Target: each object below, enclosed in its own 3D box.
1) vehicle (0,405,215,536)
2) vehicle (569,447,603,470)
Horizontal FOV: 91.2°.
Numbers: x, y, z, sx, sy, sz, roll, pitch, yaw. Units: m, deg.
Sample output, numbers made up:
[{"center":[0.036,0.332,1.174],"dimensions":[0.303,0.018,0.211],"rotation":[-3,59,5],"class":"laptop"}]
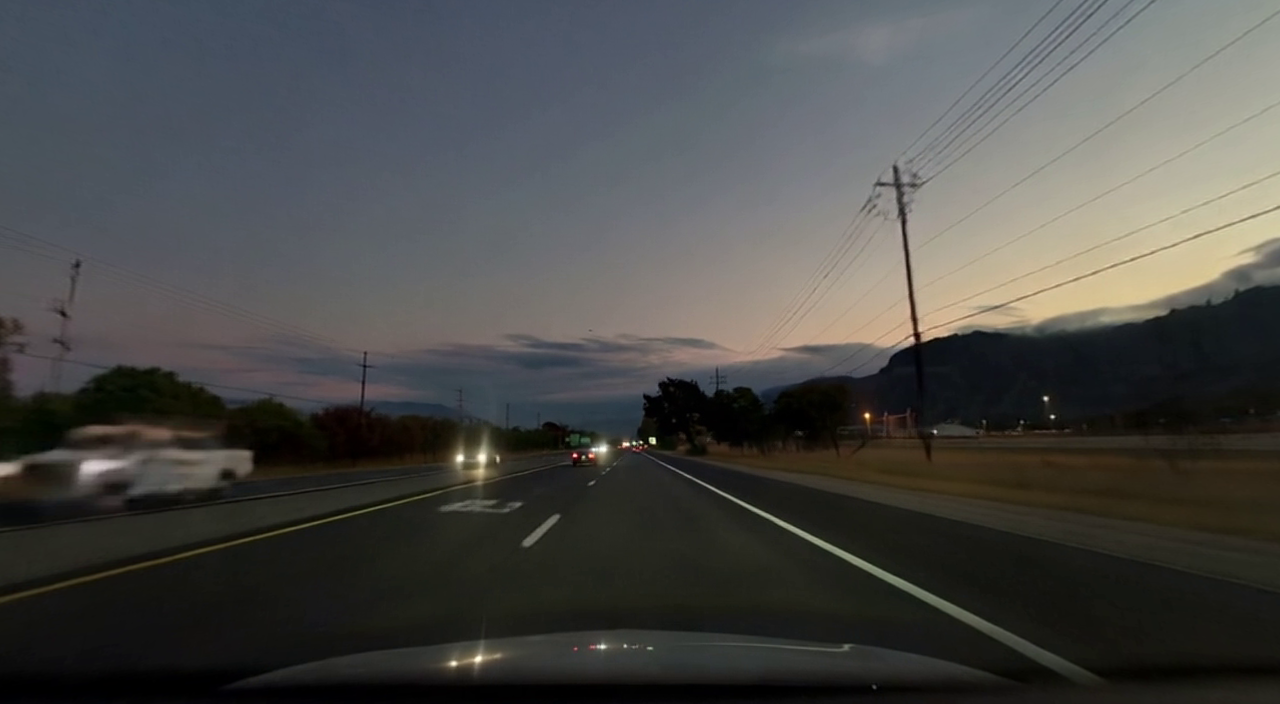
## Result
[{"center":[-12.740,2.597,14.277],"dimensions":[2.329,2.393,5.349],"rotation":[0,-9,-1],"class":"vehicle"},{"center":[-3.881,7.741,45.642],"dimensions":[2.123,1.545,4.404],"rotation":[0,-9,0],"class":"vehicle"}]
